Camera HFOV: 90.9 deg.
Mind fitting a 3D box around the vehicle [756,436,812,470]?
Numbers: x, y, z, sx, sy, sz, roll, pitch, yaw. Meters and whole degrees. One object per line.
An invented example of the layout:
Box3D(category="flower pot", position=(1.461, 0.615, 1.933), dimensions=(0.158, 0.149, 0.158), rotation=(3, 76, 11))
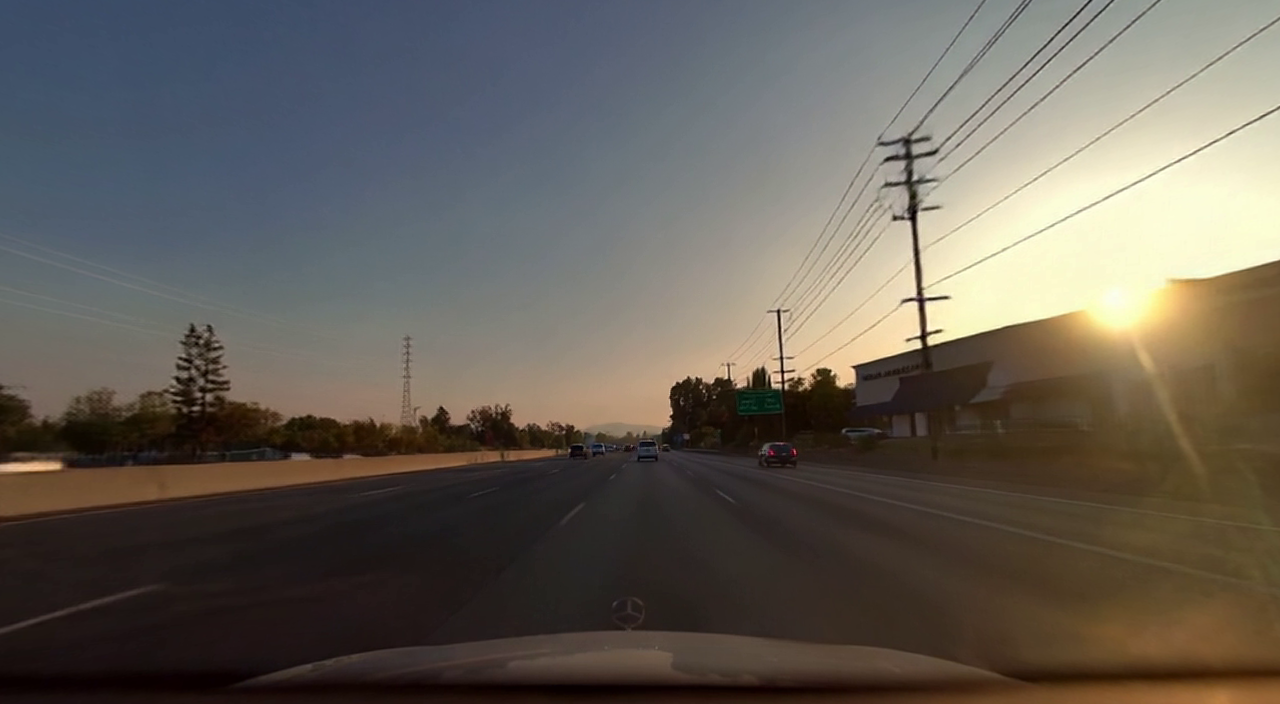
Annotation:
Box3D(category="vehicle", position=(7.624, 5.397, 33.784), dimensions=(1.937, 1.698, 4.322), rotation=(0, -8, -1))
